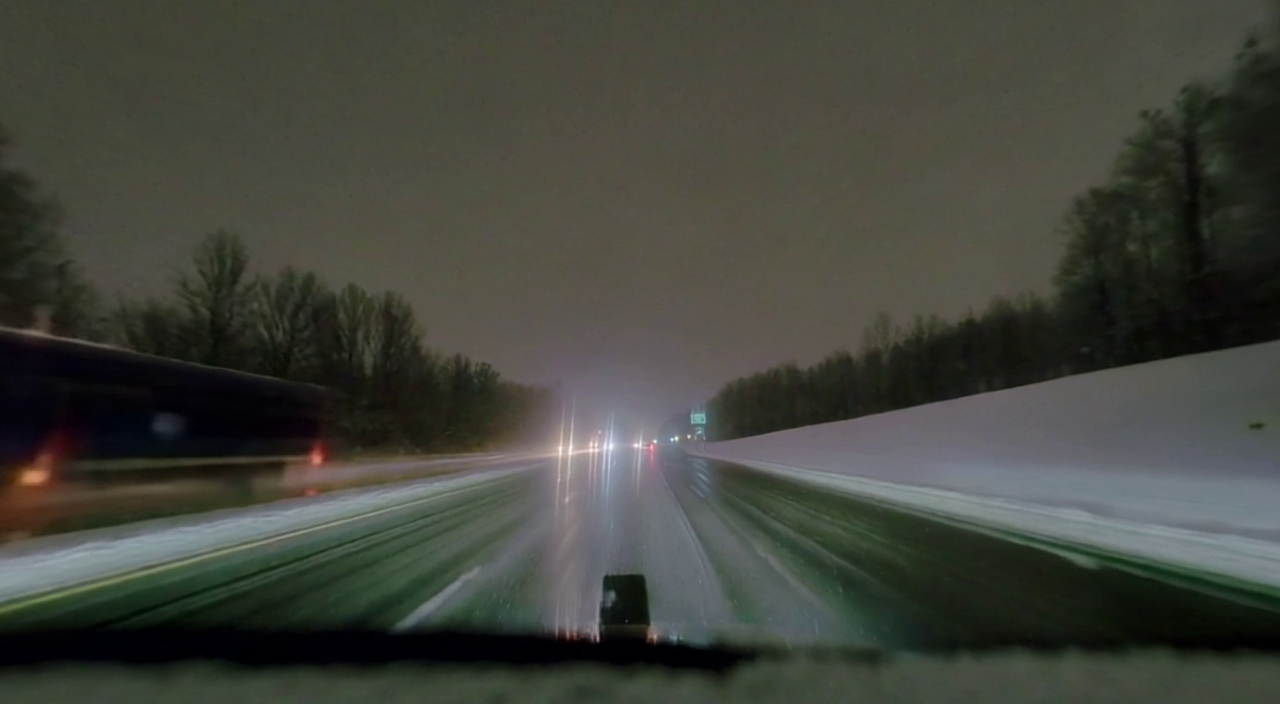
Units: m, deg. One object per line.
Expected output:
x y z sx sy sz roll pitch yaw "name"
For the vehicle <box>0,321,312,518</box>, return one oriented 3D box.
-14.951 2.185 18.540 2.953 4.112 14.059 0 -8 0 "vehicle"
